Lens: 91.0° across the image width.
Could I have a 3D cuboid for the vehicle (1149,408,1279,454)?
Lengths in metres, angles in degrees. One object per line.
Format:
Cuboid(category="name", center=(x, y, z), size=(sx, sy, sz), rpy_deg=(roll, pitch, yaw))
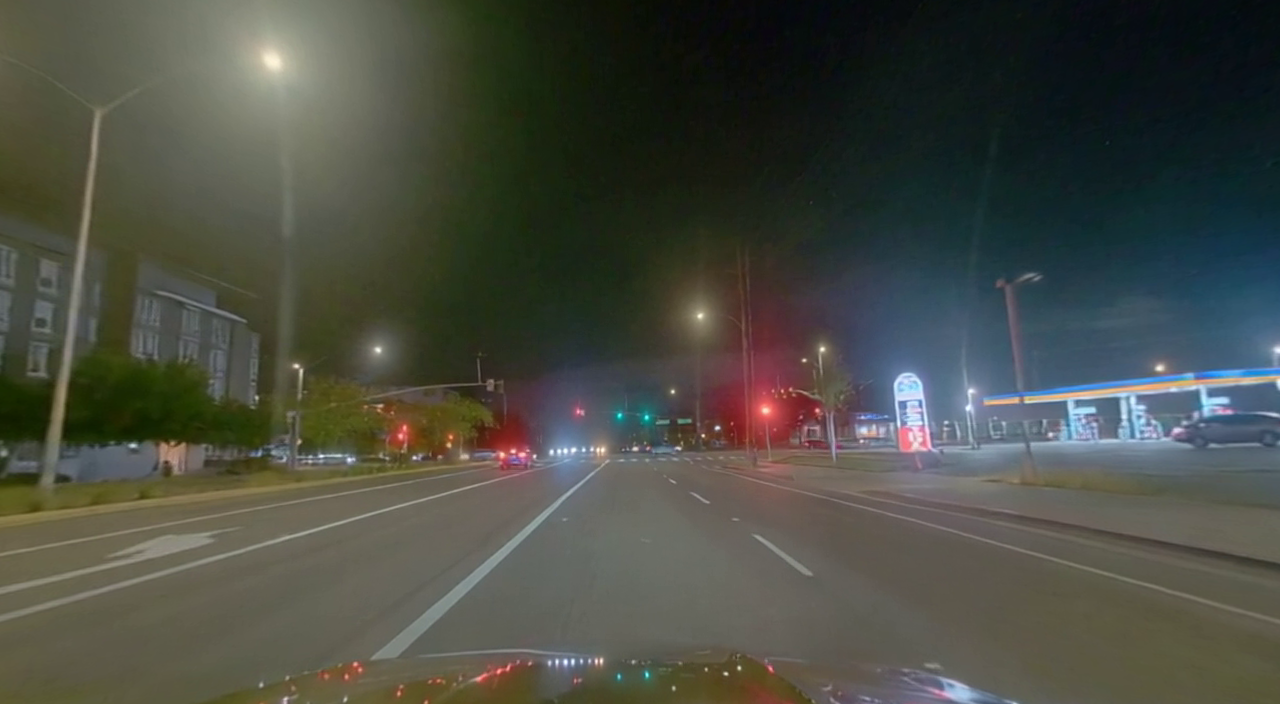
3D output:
Cuboid(category="vehicle", center=(22.841, 3.069, 24.530), size=(4.230, 1.590, 1.877), rpy_deg=(-2, -8, 0))
